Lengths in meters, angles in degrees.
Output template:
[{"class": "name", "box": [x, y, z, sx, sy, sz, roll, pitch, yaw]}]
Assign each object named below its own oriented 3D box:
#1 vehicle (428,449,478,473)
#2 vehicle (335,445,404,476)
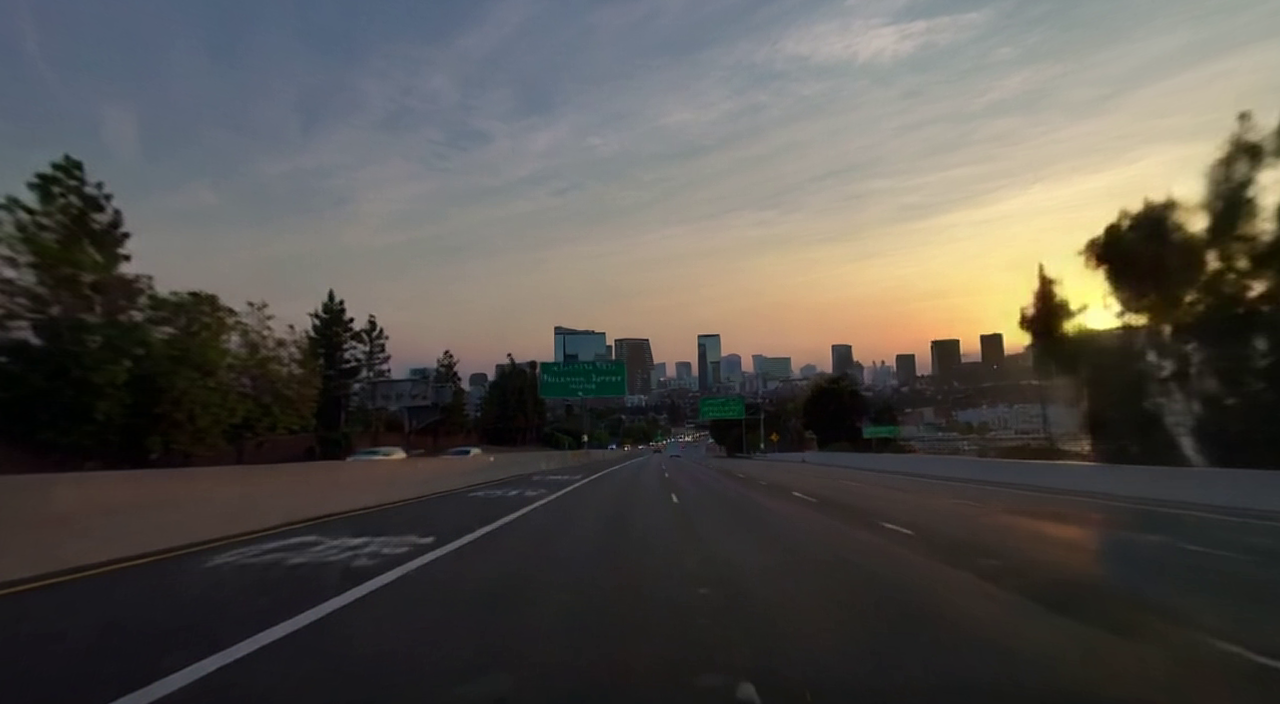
[{"class": "vehicle", "box": [-12.315, 7.201, 41.844, 1.870, 1.451, 4.490, 0, -9, 1]}, {"class": "vehicle", "box": [-16.560, 6.643, 38.860, 2.012, 1.768, 4.615, -1, -9, 2]}]
